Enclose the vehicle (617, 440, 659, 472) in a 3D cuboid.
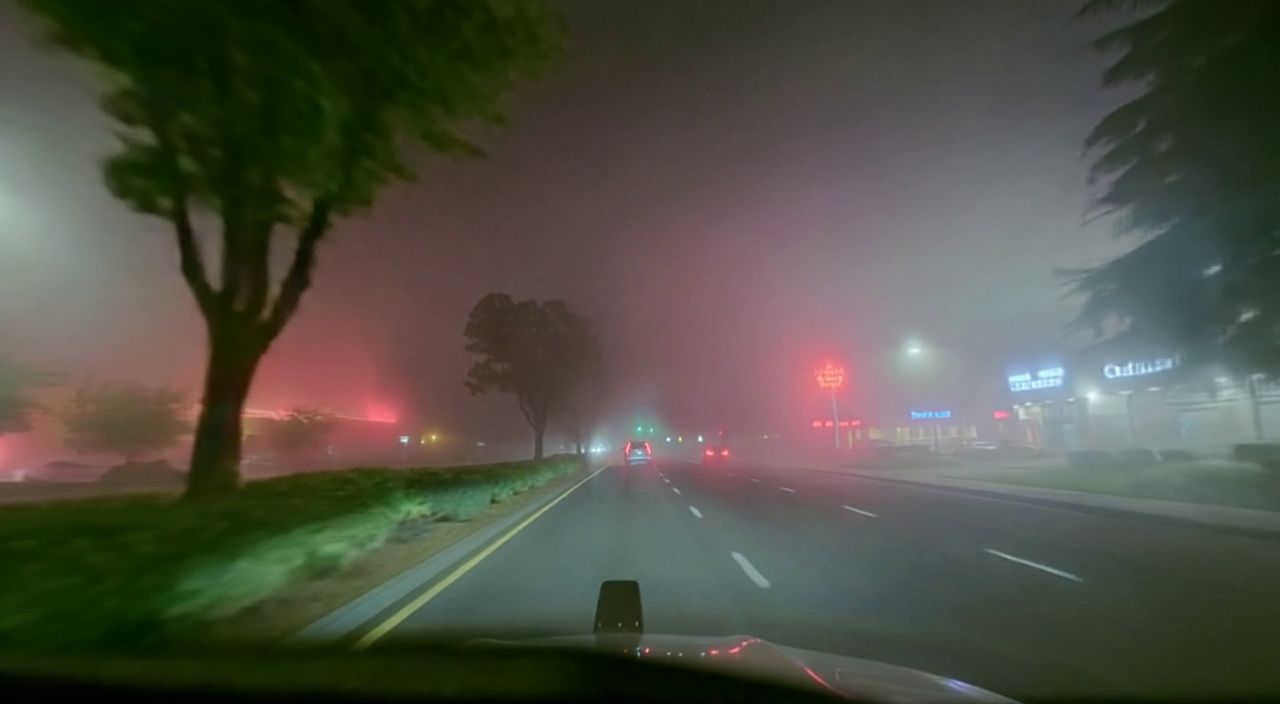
[{"bbox_3d":[-0.158,5.478,33.408,2.072,1.545,4.578,0,-8,-1],"label":"vehicle"}]
